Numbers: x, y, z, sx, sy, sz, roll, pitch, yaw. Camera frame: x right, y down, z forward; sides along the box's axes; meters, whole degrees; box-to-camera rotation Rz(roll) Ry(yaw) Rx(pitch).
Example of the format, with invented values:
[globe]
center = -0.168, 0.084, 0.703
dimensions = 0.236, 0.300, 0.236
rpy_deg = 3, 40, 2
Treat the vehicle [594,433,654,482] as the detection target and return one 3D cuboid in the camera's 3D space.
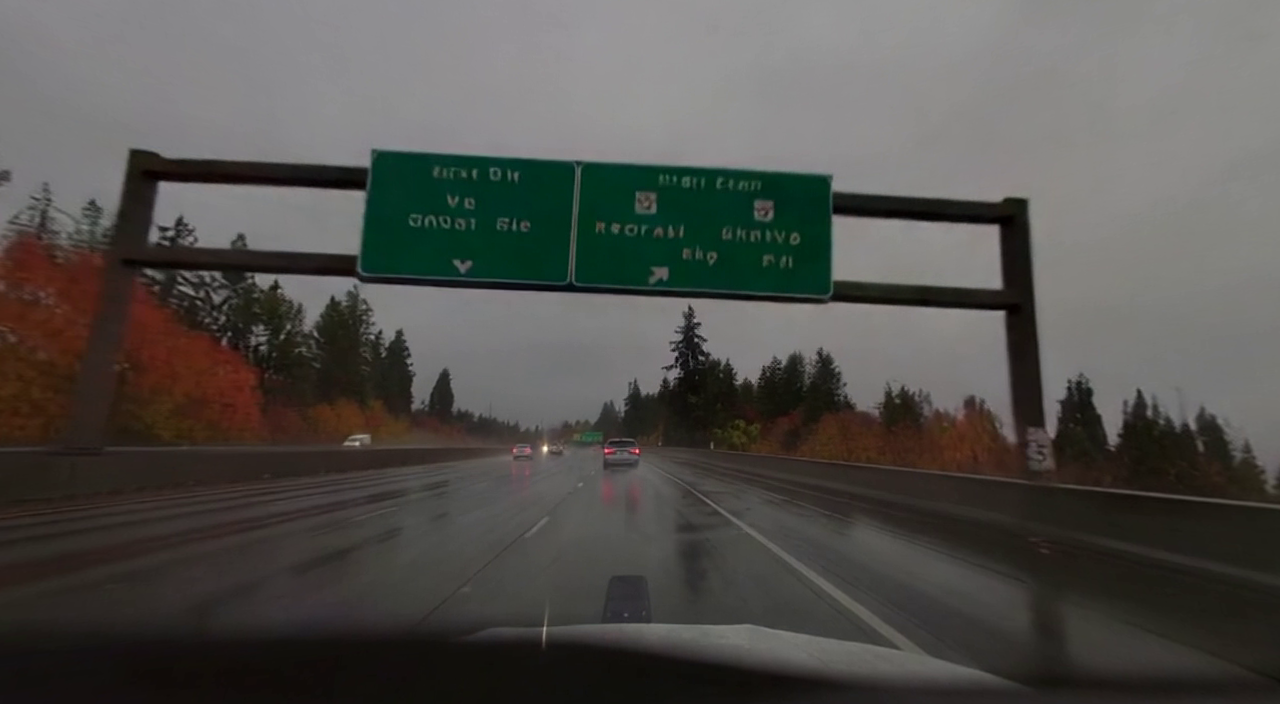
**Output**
[vehicle]
center = -0.634, 4.035, 24.301
dimensions = 2.120, 1.706, 4.226
rpy_deg = 0, -8, -2
